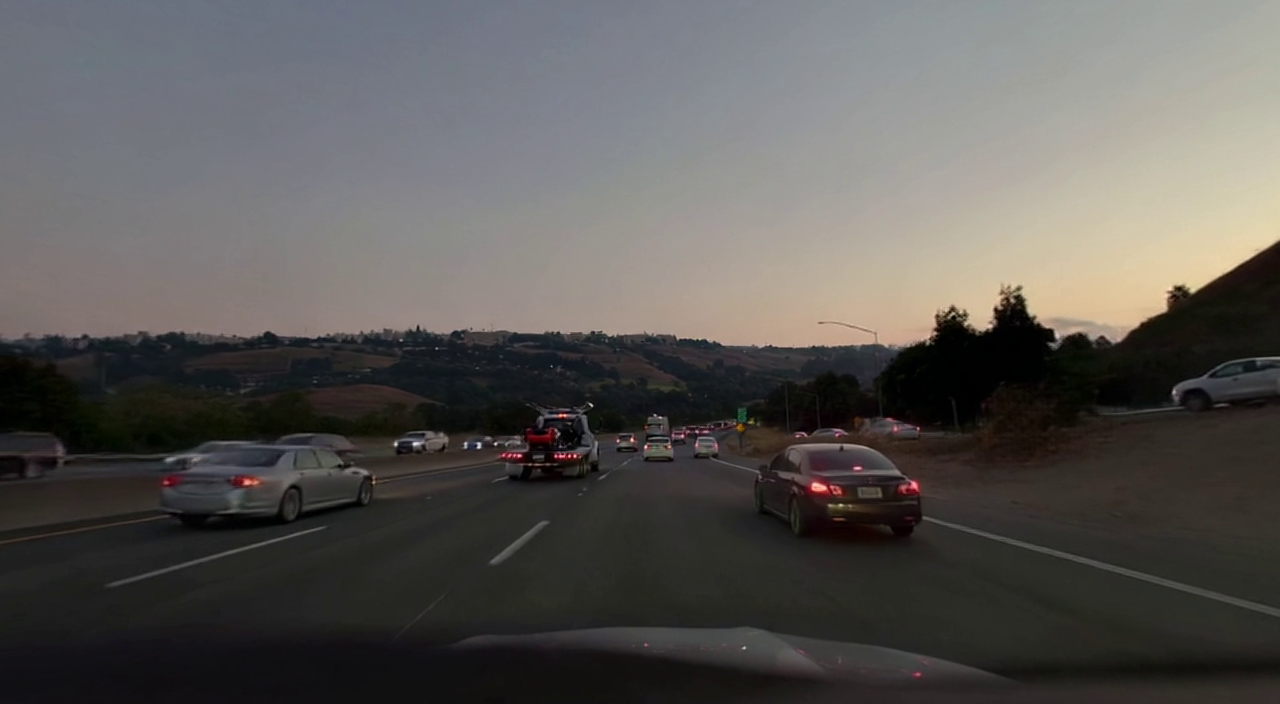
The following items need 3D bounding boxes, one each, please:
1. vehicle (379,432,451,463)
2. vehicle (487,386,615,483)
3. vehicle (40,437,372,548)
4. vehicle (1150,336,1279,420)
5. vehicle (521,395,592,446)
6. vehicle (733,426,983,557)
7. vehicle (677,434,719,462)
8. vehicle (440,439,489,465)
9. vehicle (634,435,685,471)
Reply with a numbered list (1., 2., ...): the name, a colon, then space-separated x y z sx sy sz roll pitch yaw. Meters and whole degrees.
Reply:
1. vehicle: -14.664 6.279 41.543 2.333 1.897 5.499 -1 -8 5
2. vehicle: -2.908 3.264 24.435 3.162 2.955 10.282 0 -8 2
3. vehicle: -6.619 2.165 10.579 1.964 1.395 4.948 0 -8 2
4. vehicle: 14.342 0.618 14.148 1.979 1.616 4.268 1 -8 -5
5. vehicle: -2.940 2.620 23.232 1.893 1.674 4.766 0 -8 1
6. vehicle: 2.837 1.916 9.446 2.040 1.481 4.260 0 -8 -3
7. vehicle: 3.533 5.961 39.232 2.075 1.614 4.682 0 -8 -1
8. vehicle: -11.472 6.550 41.485 1.869 1.603 3.861 -1 -8 5
9. vehicle: 0.865 4.485 28.171 2.079 1.499 3.915 0 -8 2
